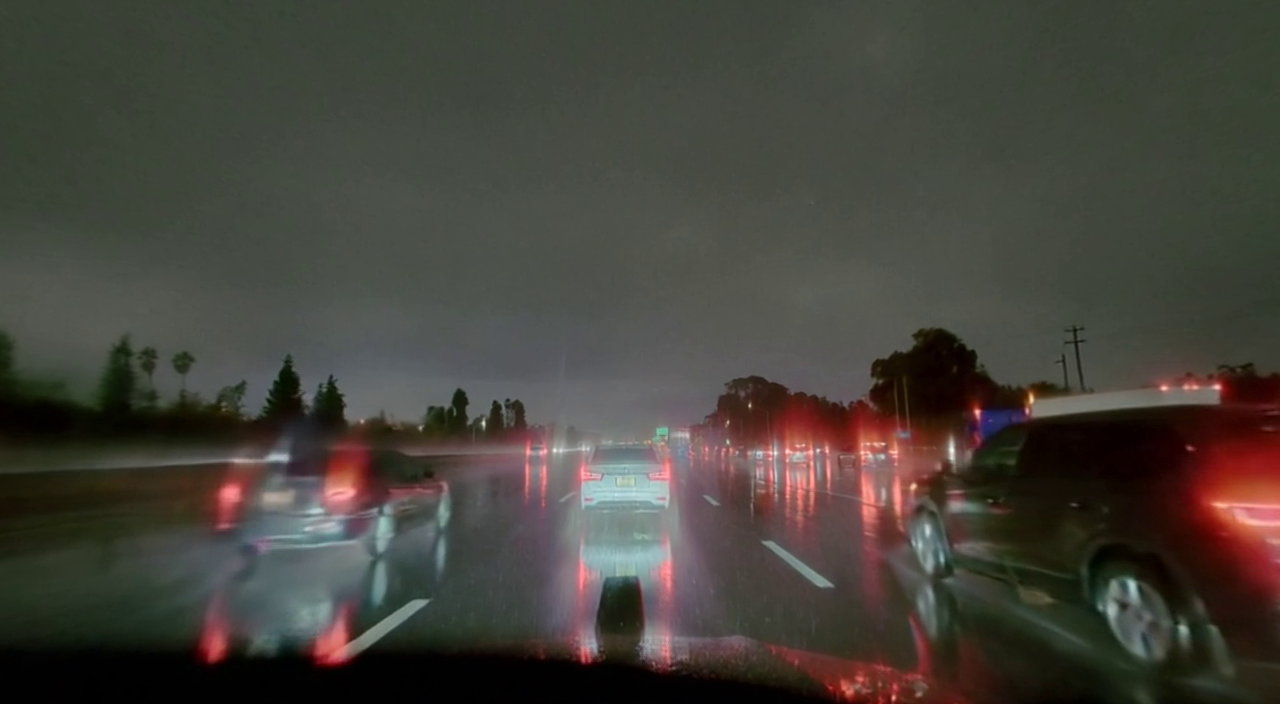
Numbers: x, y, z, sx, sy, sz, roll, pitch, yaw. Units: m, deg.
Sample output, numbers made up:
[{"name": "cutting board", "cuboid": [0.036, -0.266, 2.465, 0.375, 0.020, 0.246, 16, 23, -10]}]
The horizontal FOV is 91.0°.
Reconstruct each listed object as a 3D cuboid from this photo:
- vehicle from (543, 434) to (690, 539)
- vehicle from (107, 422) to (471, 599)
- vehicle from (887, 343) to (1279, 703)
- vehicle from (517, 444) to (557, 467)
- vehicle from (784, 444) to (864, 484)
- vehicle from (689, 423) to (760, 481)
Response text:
[{"name": "vehicle", "cuboid": [-0.314, 2.270, 11.234, 2.132, 1.499, 4.038, 0, -9, 1]}, {"name": "vehicle", "cuboid": [-3.718, 1.740, 7.821, 1.926, 1.542, 4.329, 0, -9, 1]}, {"name": "vehicle", "cuboid": [3.589, 1.099, 4.384, 2.053, 1.666, 4.106, 0, -9, 0]}, {"name": "vehicle", "cuboid": [-7.353, 7.439, 45.331, 2.010, 1.557, 4.449, 0, -9, 1]}, {"name": "vehicle", "cuboid": [7.419, 4.543, 25.868, 1.942, 1.482, 4.250, 0, -9, 0]}, {"name": "vehicle", "cuboid": [3.637, 4.479, 28.236, 2.440, 2.313, 5.266, 0, -9, 0]}]
